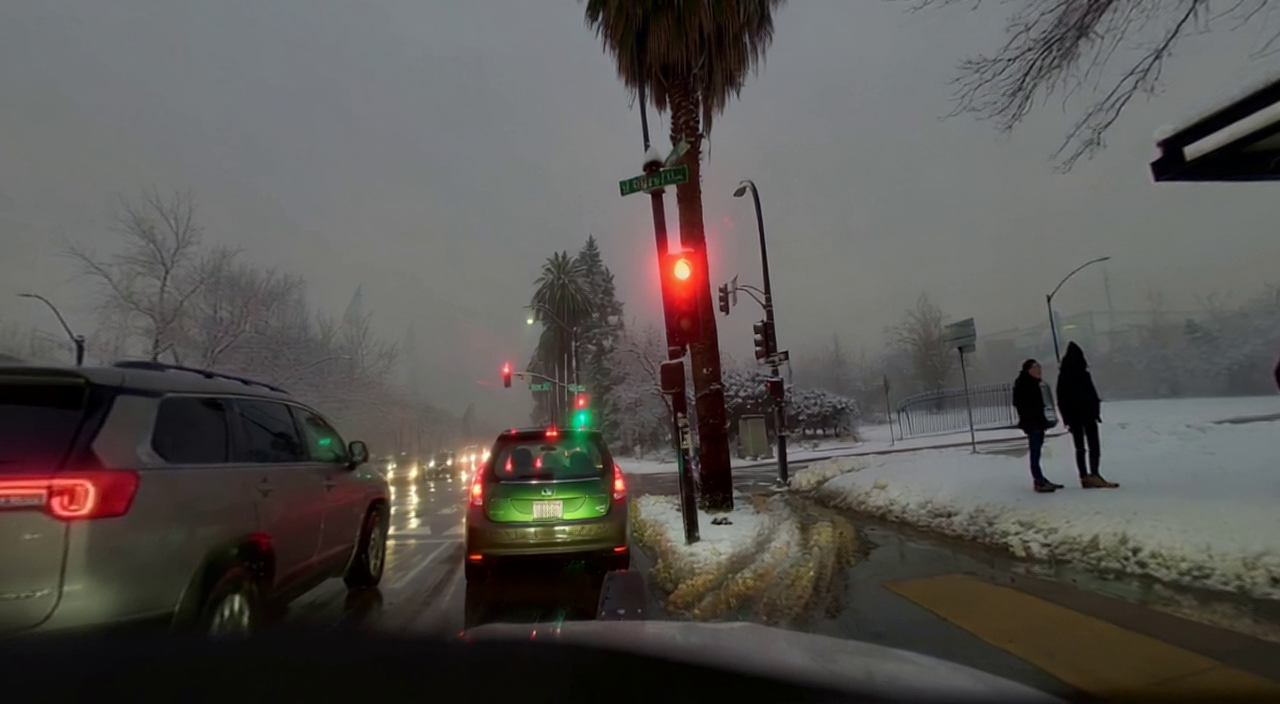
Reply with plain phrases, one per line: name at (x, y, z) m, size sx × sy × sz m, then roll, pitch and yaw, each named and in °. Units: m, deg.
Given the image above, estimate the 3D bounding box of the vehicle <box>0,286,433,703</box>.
vehicle at (-2.873, 1.039, 3.987) m, size 2.098 × 1.851 × 4.571 m, roll 1°, pitch -9°, yaw -7°

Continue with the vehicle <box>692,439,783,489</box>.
vehicle at (4.928, 5.671, 32.168) m, size 3.987 × 1.636 × 1.903 m, roll 9°, pitch 3°, yaw -10°

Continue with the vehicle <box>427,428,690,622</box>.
vehicle at (-0.983, 1.675, 7.186) m, size 2.065 × 1.467 × 4.289 m, roll 1°, pitch -9°, yaw -10°
